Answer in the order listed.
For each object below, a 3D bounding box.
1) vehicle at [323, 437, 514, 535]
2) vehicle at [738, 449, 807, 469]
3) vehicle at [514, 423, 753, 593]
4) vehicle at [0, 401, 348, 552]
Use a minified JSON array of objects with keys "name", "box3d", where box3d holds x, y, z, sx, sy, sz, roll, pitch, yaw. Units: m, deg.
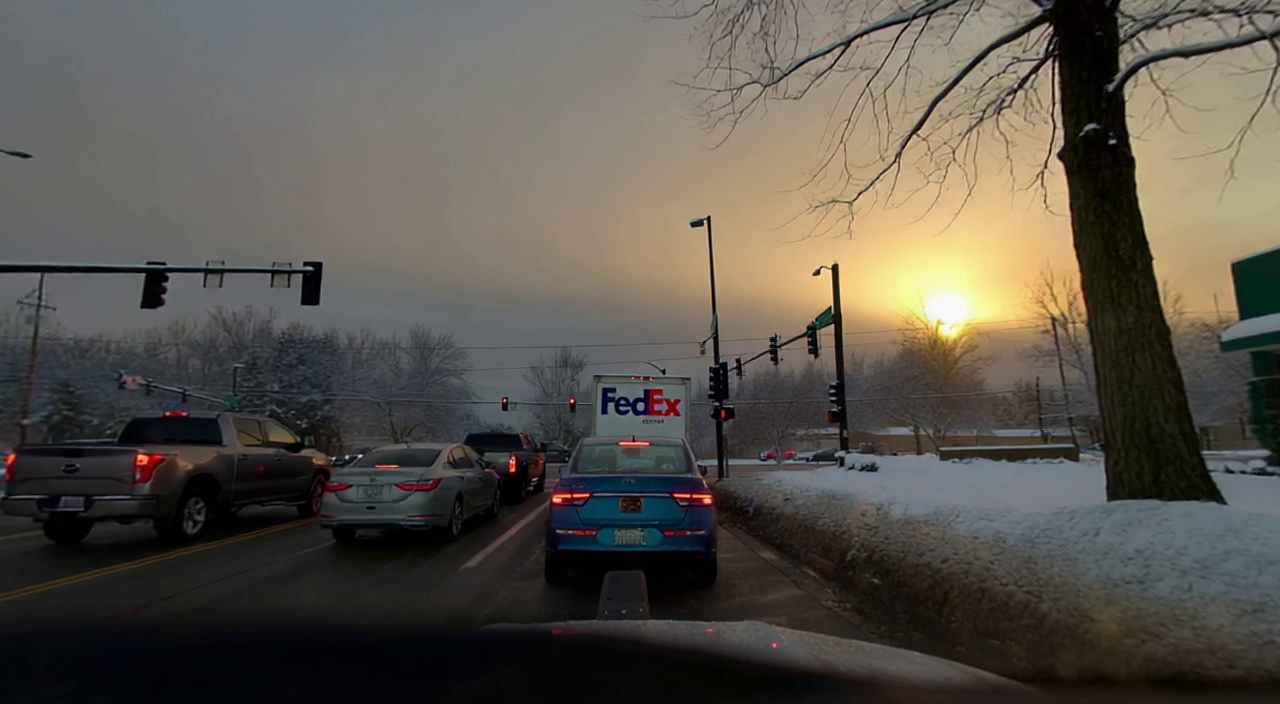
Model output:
[{"name":"vehicle","box3d":[-3.873,2.401,11.940,1.949,1.487,4.390,0,-9,1]},{"name":"vehicle","box3d":[10.247,8.290,48.657,4.841,1.494,1.829,1,-9,-5]},{"name":"vehicle","box3d":[-0.048,1.732,7.859,2.145,1.513,4.269,0,-9,0]},{"name":"vehicle","box3d":[-7.294,1.981,10.737,2.125,1.893,5.498,0,-9,-2]}]
